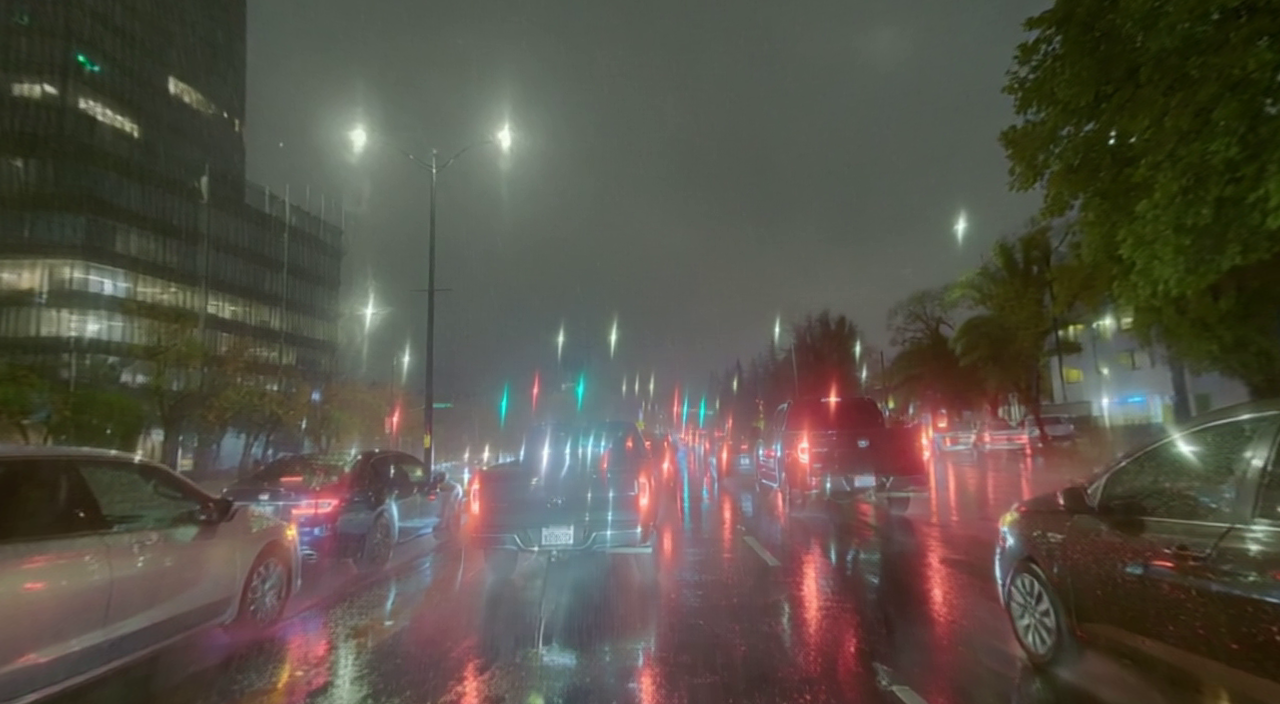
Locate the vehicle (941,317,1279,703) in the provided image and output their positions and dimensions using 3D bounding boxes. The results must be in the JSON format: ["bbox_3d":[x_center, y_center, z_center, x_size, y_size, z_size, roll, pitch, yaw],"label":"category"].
[{"bbox_3d":[3.164,0.751,2.087,2.024,1.723,4.714,0,-9,1],"label":"vehicle"}]

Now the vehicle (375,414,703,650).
[{"bbox_3d":[-0.610,1.502,6.340,2.172,1.536,4.250,0,-9,2],"label":"vehicle"}]

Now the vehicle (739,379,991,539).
[{"bbox_3d":[3.554,1.902,11.644,2.497,2.186,5.890,0,-9,0],"label":"vehicle"}]
